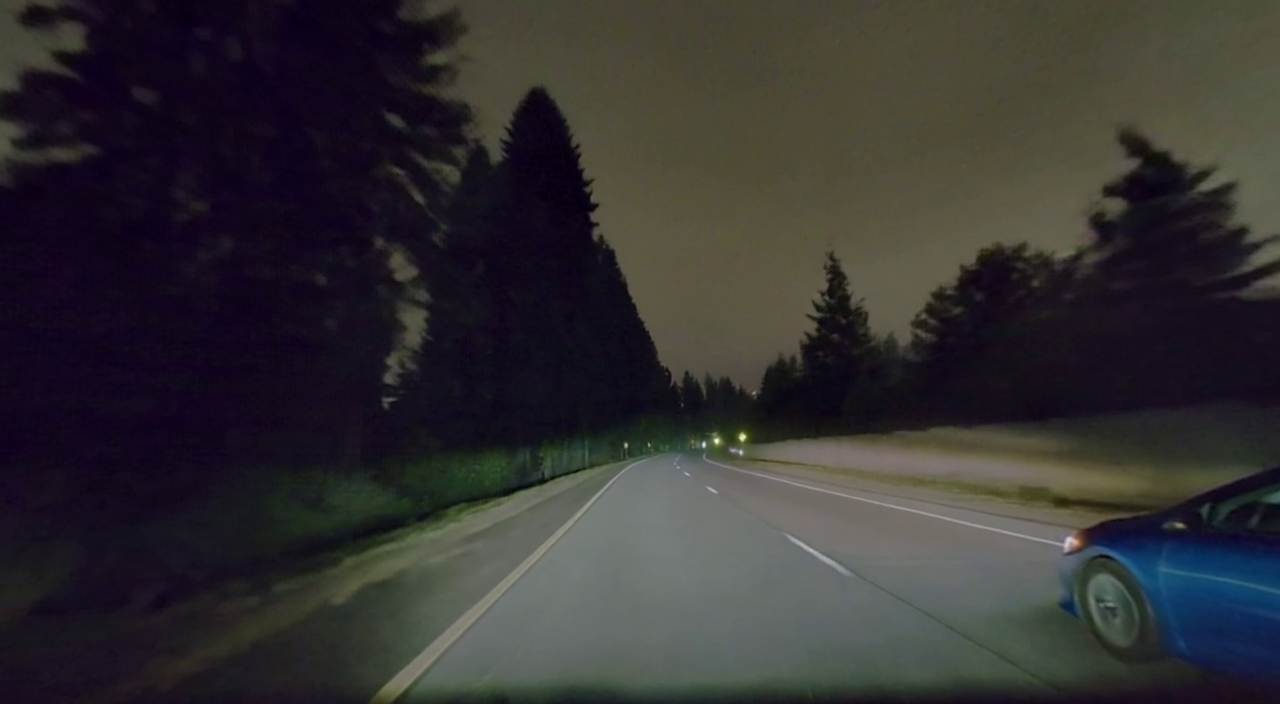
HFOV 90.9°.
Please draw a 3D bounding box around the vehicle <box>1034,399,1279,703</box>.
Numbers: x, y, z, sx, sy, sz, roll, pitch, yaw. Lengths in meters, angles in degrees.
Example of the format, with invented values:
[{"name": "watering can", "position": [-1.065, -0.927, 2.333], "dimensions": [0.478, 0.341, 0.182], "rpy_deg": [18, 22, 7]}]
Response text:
[{"name": "vehicle", "position": [3.446, 0.787, 1.420], "dimensions": [2.061, 1.503, 4.823], "rpy_deg": [0, -9, 1]}]
